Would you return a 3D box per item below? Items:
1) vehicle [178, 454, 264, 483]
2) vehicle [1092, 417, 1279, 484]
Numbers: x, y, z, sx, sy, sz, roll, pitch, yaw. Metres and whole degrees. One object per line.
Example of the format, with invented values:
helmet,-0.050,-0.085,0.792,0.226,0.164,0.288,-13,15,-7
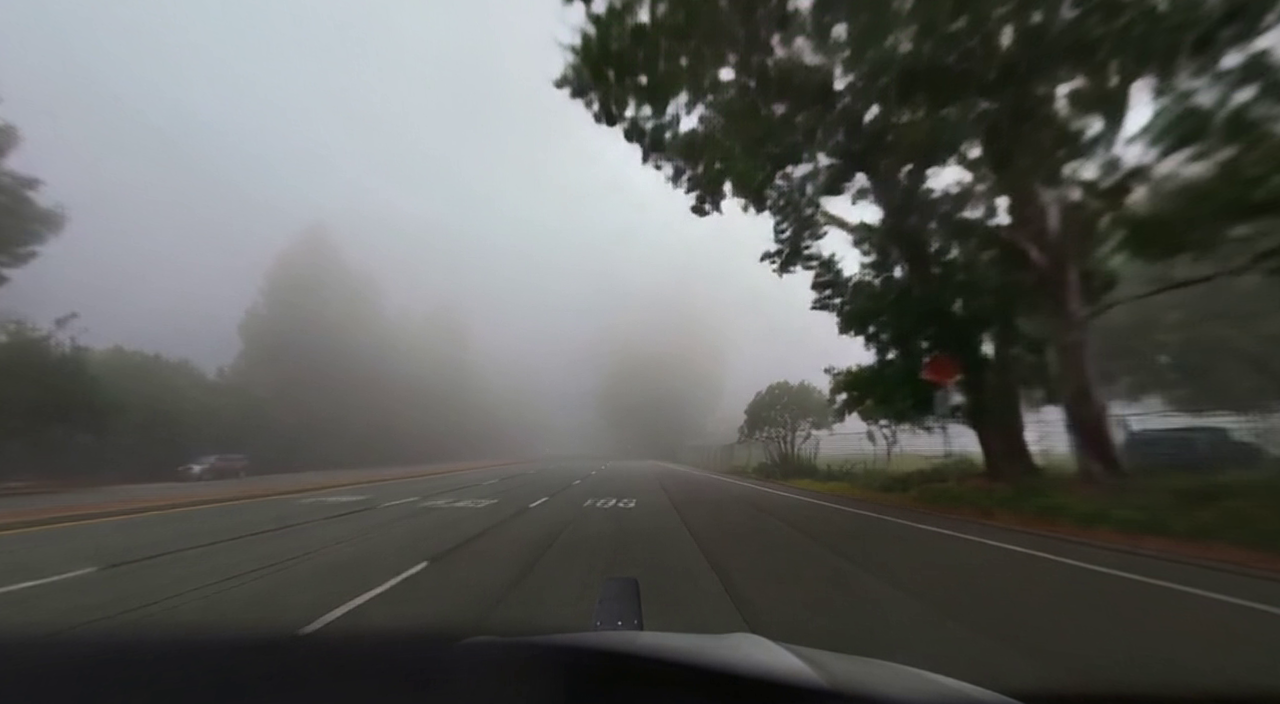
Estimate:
vehicle,-24.323,6.768,36.766,1.914,1.500,4.462,-1,-9,0
vehicle,16.496,2.898,18.527,4.740,1.831,2.002,0,-9,0
